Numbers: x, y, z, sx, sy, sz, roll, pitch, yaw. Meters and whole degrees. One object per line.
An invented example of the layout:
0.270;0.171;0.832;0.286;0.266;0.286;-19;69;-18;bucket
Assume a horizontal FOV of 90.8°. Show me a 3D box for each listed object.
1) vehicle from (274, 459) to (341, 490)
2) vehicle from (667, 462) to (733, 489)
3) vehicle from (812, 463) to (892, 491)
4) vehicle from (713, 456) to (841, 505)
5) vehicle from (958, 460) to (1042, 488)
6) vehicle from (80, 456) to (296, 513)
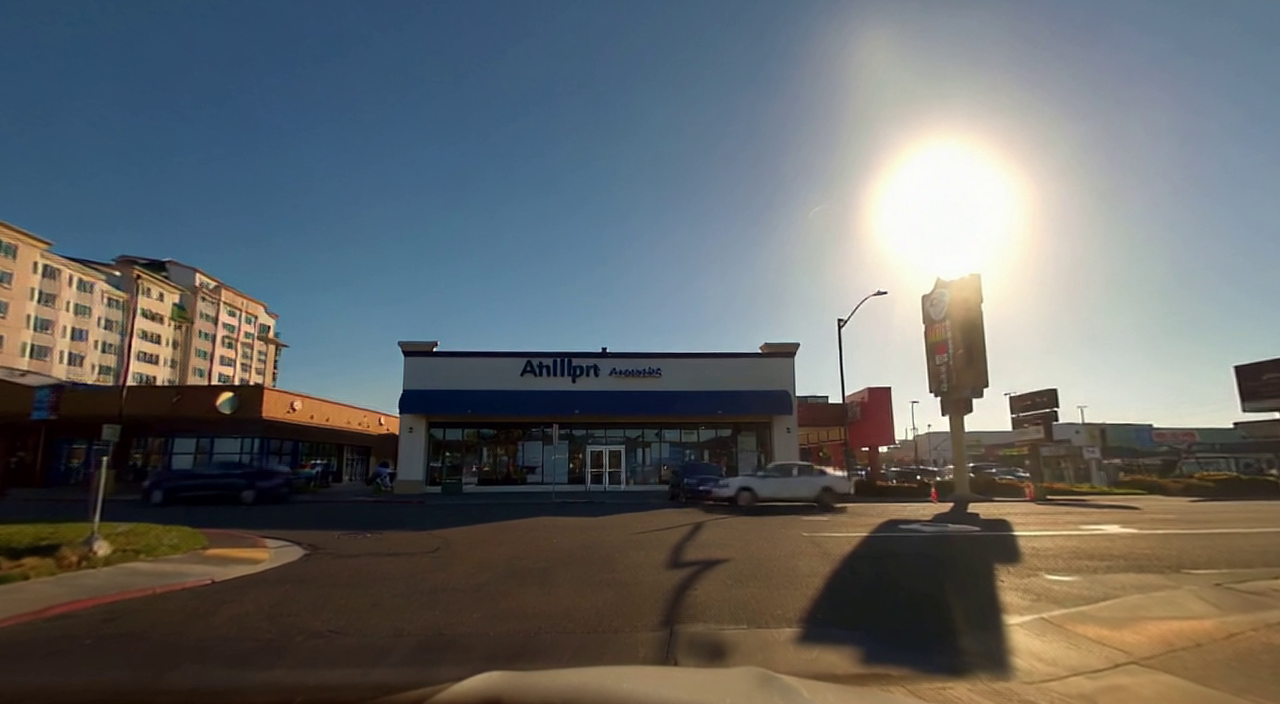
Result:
-19.976;7.287;37.865;4.596;1.680;1.936;-7;-11;41;vehicle
3.646;7.600;39.179;1.812;1.468;4.519;5;-10;-29;vehicle
13.014;7.678;38.999;1.791;1.453;4.593;5;-10;-29;vehicle
4.808;4.552;22.570;4.073;1.609;1.813;1;-9;-4;vehicle
25.780;8.689;45.323;4.838;1.799;1.914;-7;-11;39;vehicle
-12.915;3.800;18.368;4.661;1.478;1.878;1;-9;-7;vehicle
